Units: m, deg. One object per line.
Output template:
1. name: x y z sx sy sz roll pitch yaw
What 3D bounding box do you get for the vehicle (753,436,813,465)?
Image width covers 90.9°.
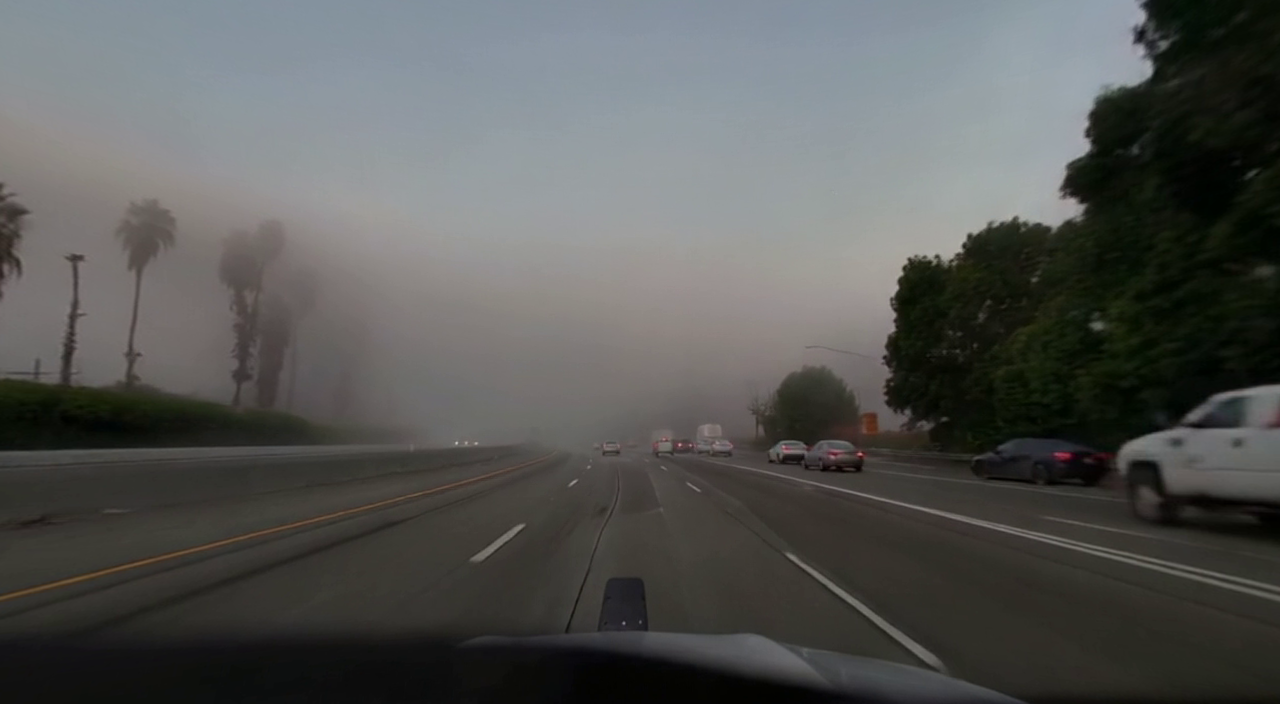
1. vehicle: 7.638 5.305 34.146 1.947 1.452 4.696 0 -8 -3

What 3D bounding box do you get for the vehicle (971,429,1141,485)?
1. vehicle: 12.410 3.158 19.295 1.846 1.480 4.752 0 -8 -2

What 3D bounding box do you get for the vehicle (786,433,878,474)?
1. vehicle: 7.649 4.102 25.642 2.110 1.481 4.511 0 -8 -3

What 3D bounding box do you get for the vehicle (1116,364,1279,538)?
1. vehicle: 8.645 0.989 6.317 2.622 1.977 6.537 -1 -8 0
